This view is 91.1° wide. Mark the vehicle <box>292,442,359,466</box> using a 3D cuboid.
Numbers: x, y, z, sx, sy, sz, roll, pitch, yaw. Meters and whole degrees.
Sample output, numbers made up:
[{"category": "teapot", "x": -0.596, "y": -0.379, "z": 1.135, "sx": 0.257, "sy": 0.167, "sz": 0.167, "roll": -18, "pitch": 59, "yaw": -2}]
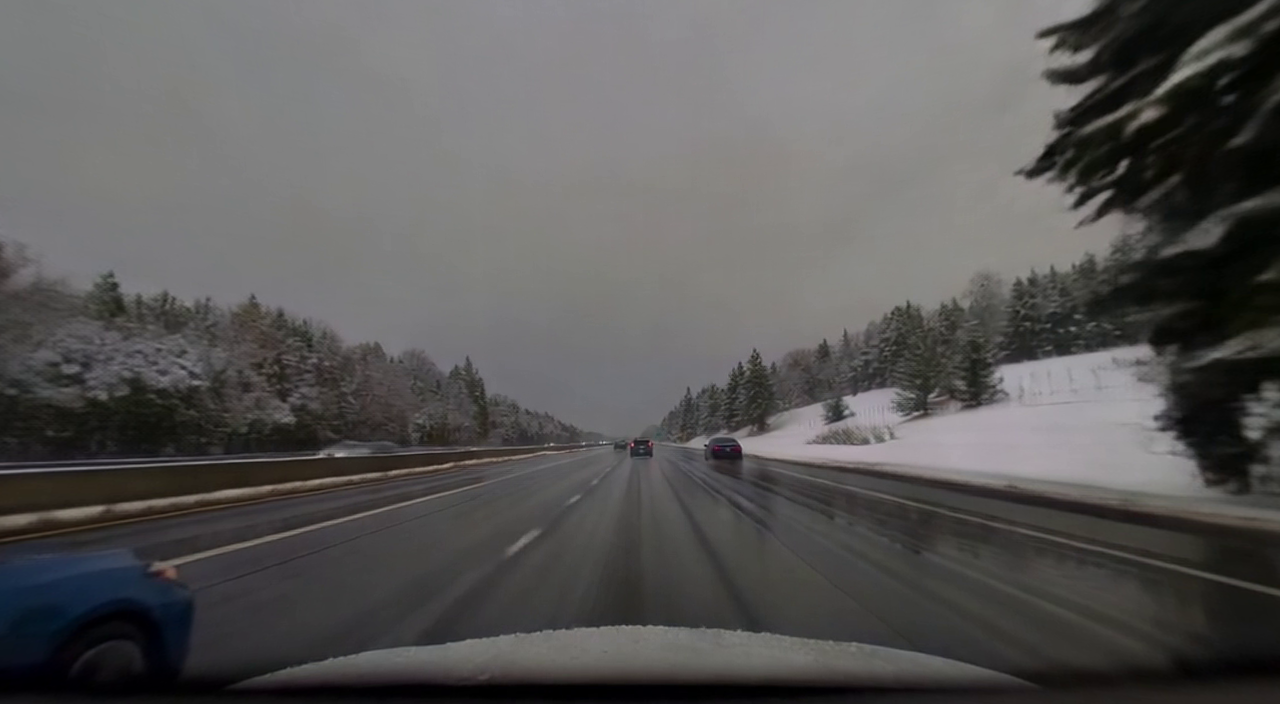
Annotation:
[{"category": "vehicle", "x": -21.242, "y": 6.871, "z": 42.697, "sx": 1.901, "sy": 1.527, "sz": 4.992, "roll": 0, "pitch": -8, "yaw": 1}]

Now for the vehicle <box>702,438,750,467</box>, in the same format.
[{"category": "vehicle", "x": 4.780, "y": 5.628, "z": 35.461, "sx": 2.008, "sy": 1.524, "sz": 4.598, "roll": 0, "pitch": -8, "yaw": 0}]

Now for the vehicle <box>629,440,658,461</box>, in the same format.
[{"category": "vehicle", "x": 0.262, "y": 7.232, "z": 46.251, "sx": 2.052, "sy": 1.449, "sz": 3.857, "roll": 0, "pitch": -8, "yaw": 0}]
